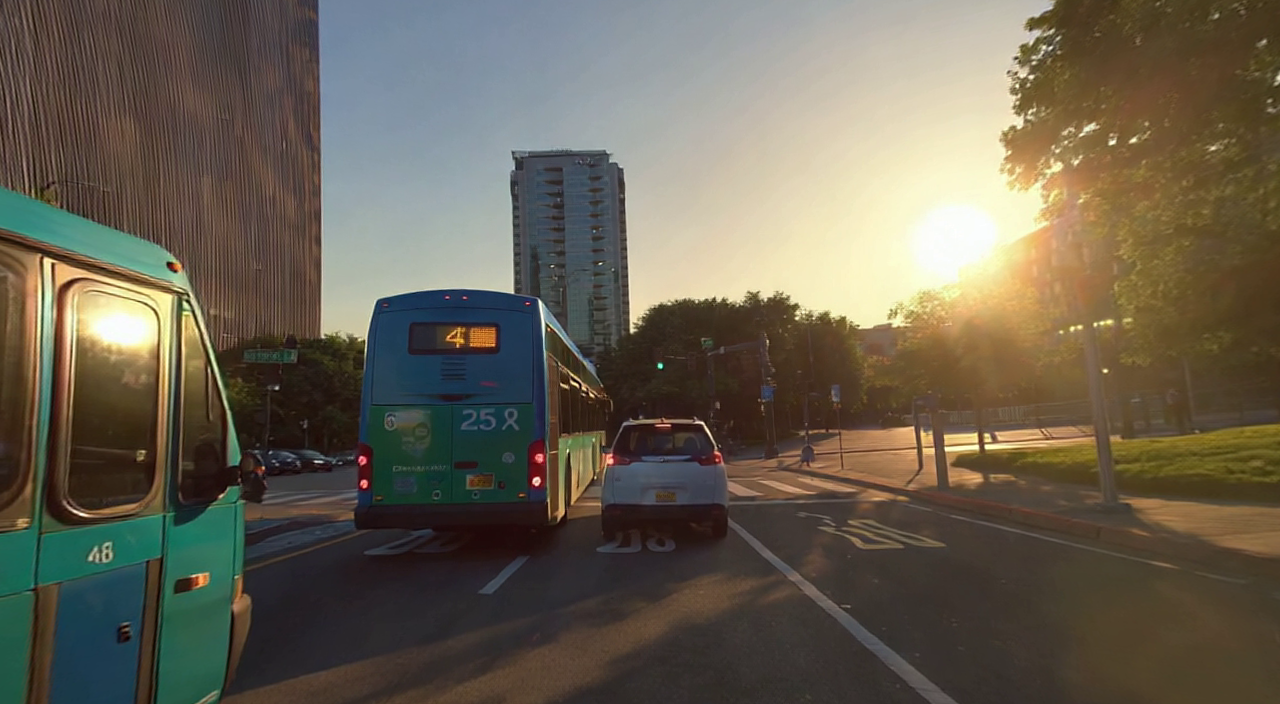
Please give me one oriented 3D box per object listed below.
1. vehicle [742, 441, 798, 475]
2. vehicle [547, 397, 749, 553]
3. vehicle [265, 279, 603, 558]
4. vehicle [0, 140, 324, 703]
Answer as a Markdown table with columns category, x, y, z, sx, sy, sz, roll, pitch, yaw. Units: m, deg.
| category | x | y | z | sx | sy | sz | roll | pitch | yaw |
| --- | --- | --- | --- | --- | --- | --- | --- | --- | --- |
| vehicle | 6.183 | 5.094 | 30.453 | 1.919 | 1.529 | 4.059 | 0 | -9 | 1 |
| vehicle | 0.121 | 1.856 | 10.057 | 2.500 | 1.912 | 4.270 | 0 | -9 | 1 |
| vehicle | -2.903 | 1.792 | 14.576 | 3.042 | 3.445 | 13.615 | 0 | -9 | 1 |
| vehicle | -2.763 | 0.328 | 0.229 | 2.329 | 2.089 | 5.659 | 0 | -9 | 0 |
